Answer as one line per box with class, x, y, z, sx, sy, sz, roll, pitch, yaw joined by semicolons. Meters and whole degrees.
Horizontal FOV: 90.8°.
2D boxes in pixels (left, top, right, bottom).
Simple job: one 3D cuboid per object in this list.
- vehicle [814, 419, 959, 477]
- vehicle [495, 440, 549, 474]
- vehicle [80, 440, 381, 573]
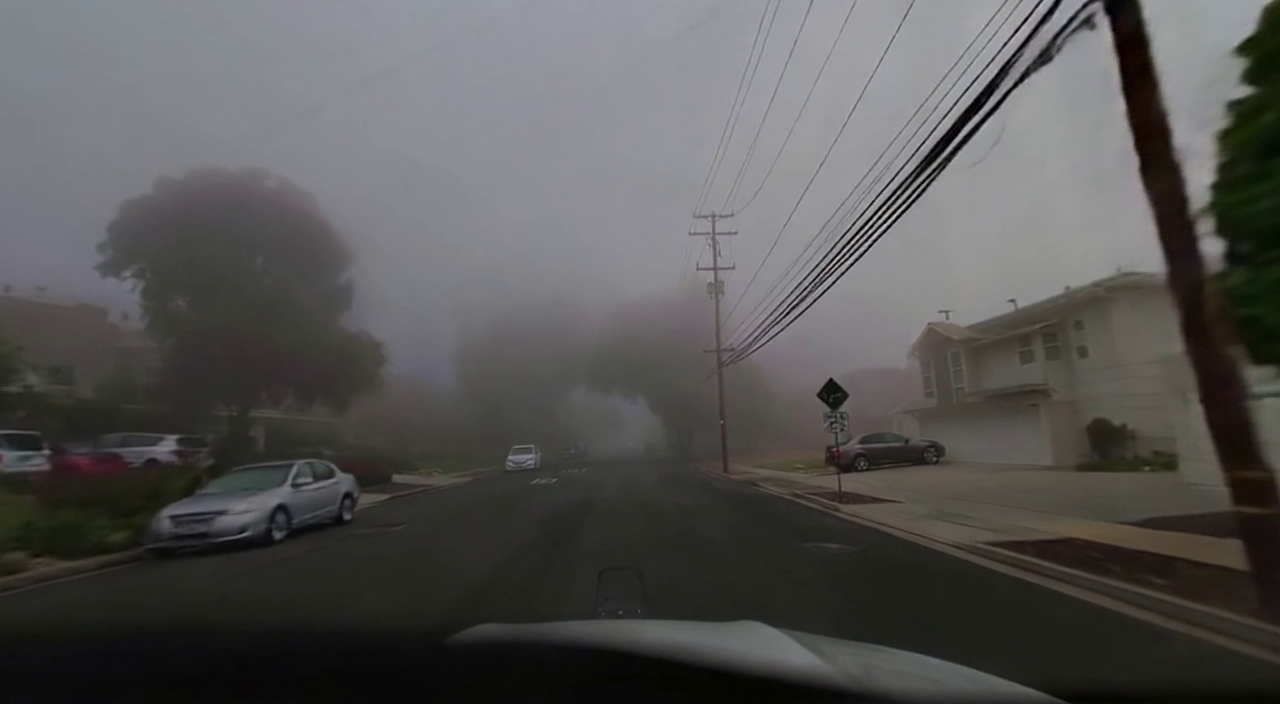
vehicle;9.790;3.830;25.375;4.822;1.864;2.100;-4;-8;-5
vehicle;-6.808;6.109;36.973;2.162;1.757;5.201;-2;-8;0
vehicle;-6.294;2.346;10.578;2.022;1.550;4.669;-4;-8;-1
